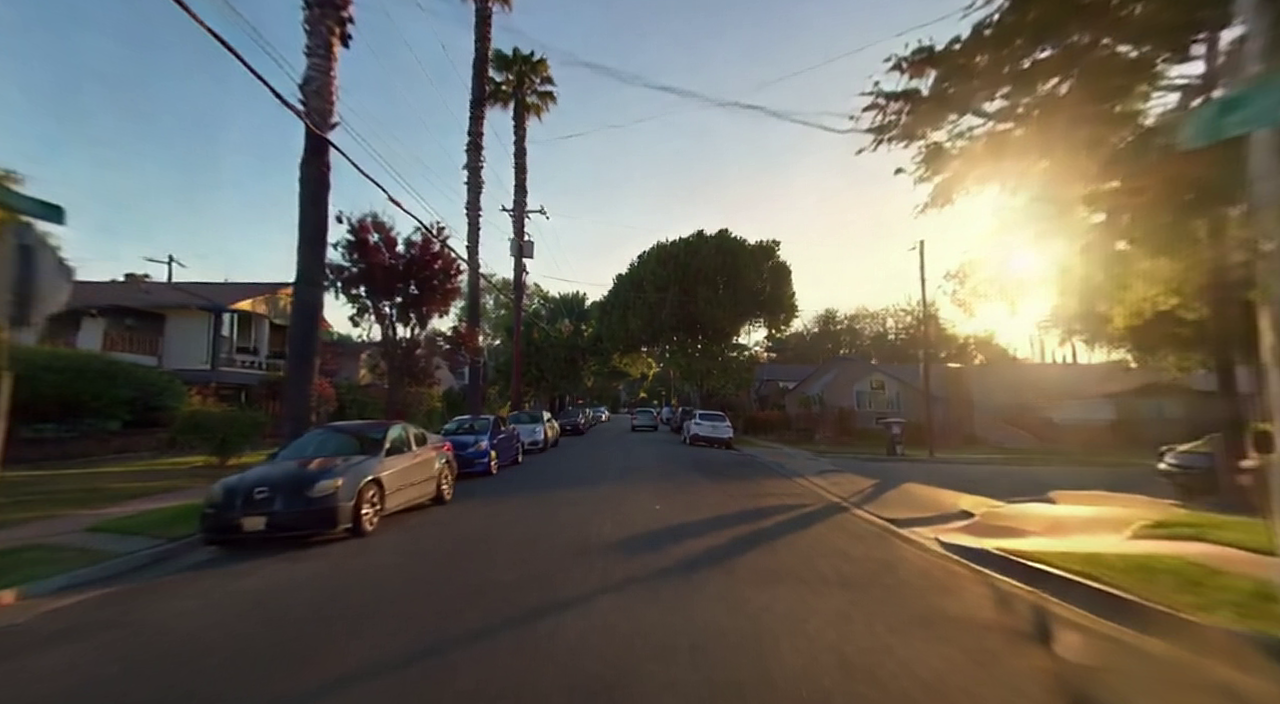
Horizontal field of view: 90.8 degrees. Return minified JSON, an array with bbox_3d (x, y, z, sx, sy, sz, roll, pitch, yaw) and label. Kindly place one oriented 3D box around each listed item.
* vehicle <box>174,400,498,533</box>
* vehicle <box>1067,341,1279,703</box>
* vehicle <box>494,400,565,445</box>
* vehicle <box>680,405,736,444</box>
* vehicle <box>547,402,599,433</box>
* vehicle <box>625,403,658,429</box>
[{"bbox_3d":[-4.091,1.714,10.042,2.157,1.487,5.718,0,-8,2],"label":"vehicle"},{"bbox_3d":[2.776,0.587,0.284,1.895,1.680,4.842,0,-8,2],"label":"vehicle"},{"bbox_3d":[-4.056,2.776,24.077,1.769,1.551,5.040,0,-8,0],"label":"vehicle"},{"bbox_3d":[3.035,3.413,29.184,2.060,1.614,4.652,0,-8,0],"label":"vehicle"},{"bbox_3d":[-3.807,3.902,36.985,2.130,1.543,5.386,-1,-8,4],"label":"vehicle"},{"bbox_3d":[0.086,4.360,42.555,2.081,1.483,4.599,0,-8,0],"label":"vehicle"}]
